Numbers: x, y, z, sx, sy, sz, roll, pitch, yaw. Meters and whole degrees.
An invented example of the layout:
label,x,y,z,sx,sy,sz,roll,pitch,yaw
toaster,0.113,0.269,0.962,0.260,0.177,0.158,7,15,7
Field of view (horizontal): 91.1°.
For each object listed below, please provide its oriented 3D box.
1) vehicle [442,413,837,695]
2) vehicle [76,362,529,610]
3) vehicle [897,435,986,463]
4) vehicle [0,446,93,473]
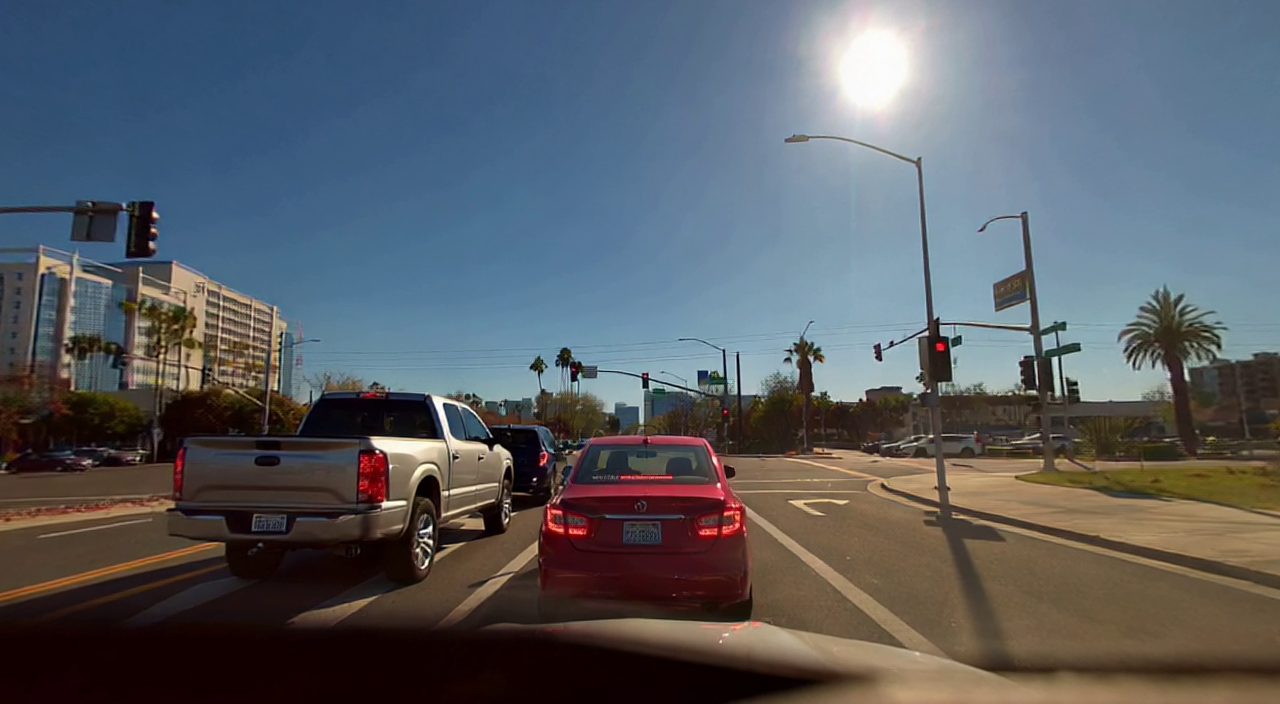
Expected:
label,x,y,z,sx,sy,sz,roll,pitch,yaw
vehicle,0.030,1.398,5.531,2.122,1.501,4.152,0,-8,1
vehicle,-3.228,1.477,7.917,2.330,1.969,5.626,-1,-8,3
vehicle,18.801,6.067,39.305,4.466,1.717,1.963,0,-8,2
vehicle,-37.093,6.636,38.855,4.576,1.617,1.937,0,-8,2
